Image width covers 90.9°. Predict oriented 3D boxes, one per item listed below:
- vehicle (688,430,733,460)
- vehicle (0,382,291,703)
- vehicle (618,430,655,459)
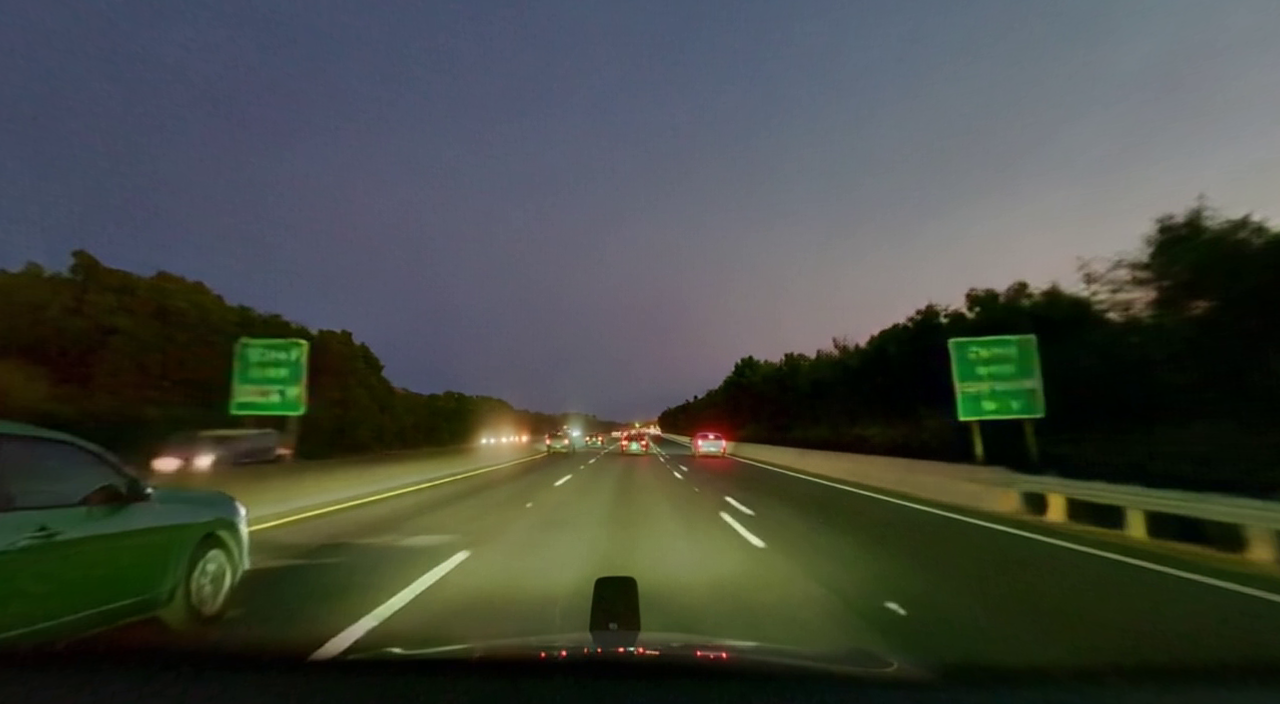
[{"bbox_3d":[3.711,4.952,33.837,1.841,1.491,3.869,0,-7,-2],"label":"vehicle"},{"bbox_3d":[-3.827,0.885,2.681,2.023,1.512,4.804,0,-7,-1],"label":"vehicle"},{"bbox_3d":[-0.220,4.936,33.855,1.869,1.466,3.356,0,-7,-1],"label":"vehicle"}]
